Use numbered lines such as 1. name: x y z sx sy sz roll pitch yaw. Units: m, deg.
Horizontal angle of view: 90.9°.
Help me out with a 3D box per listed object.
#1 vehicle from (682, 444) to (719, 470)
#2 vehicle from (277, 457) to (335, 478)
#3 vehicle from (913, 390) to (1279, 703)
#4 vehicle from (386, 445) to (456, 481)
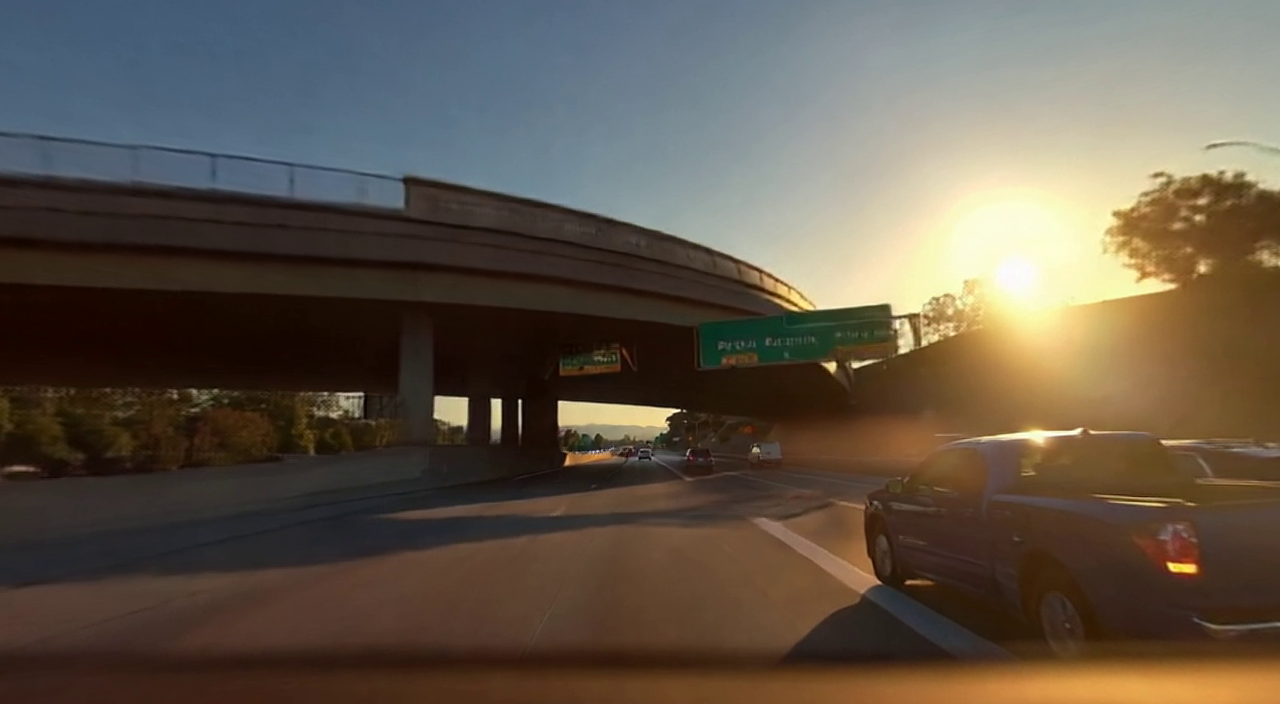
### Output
1. vehicle: 3.984 7.010 42.235 2.014 1.643 4.039 0 -8 -1
2. vehicle: -25.551 8.835 48.453 1.845 1.475 4.734 0 -8 0
3. vehicle: 3.343 0.981 2.792 2.119 1.524 4.807 0 -8 0
4. vehicle: -11.312 5.736 32.933 1.986 1.742 4.461 0 -8 1
